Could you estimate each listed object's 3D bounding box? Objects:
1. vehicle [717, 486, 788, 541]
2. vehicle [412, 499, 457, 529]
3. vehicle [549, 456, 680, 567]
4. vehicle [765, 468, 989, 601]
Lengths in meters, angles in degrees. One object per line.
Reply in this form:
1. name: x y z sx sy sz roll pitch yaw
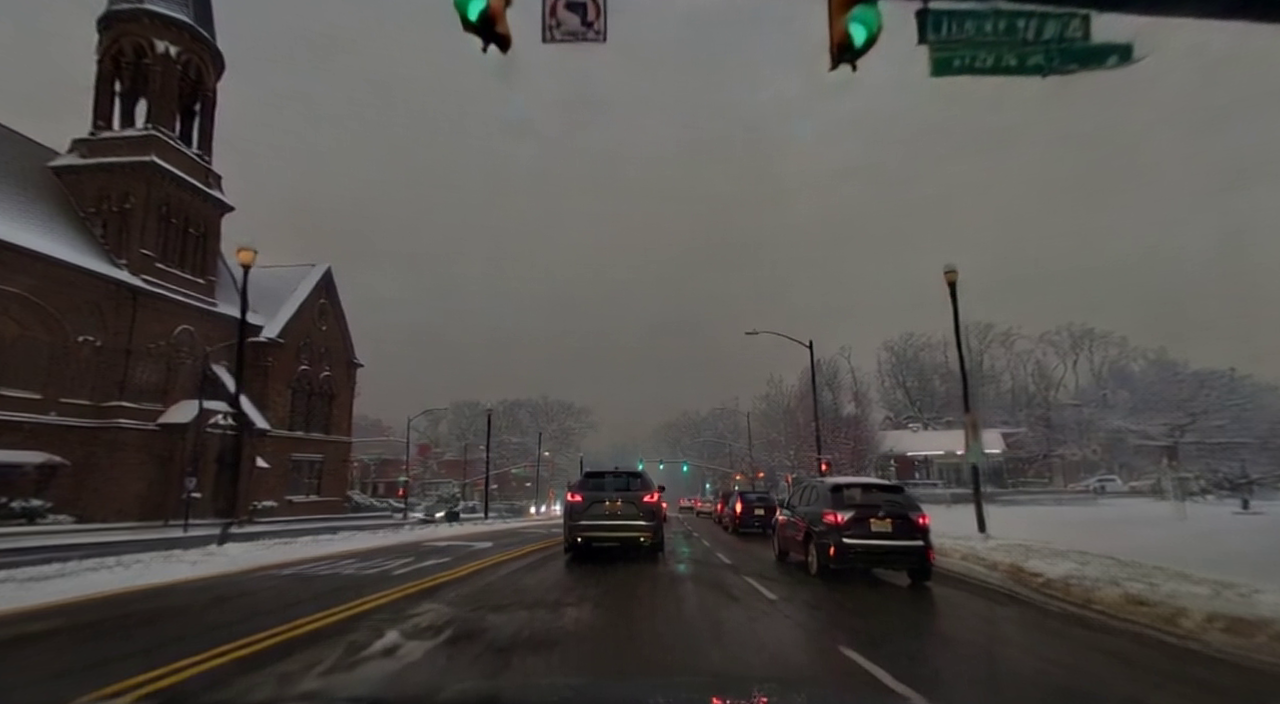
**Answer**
1. vehicle: 3.879 5.642 22.423 1.890 1.491 4.166 0 -9 2
2. vehicle: -15.754 12.407 48.684 1.901 1.532 4.733 -1 -6 1
3. vehicle: -0.408 3.004 12.654 2.168 1.776 4.135 0 -9 0
4. vehicle: 3.323 2.626 9.955 1.883 1.472 4.471 0 -9 1
